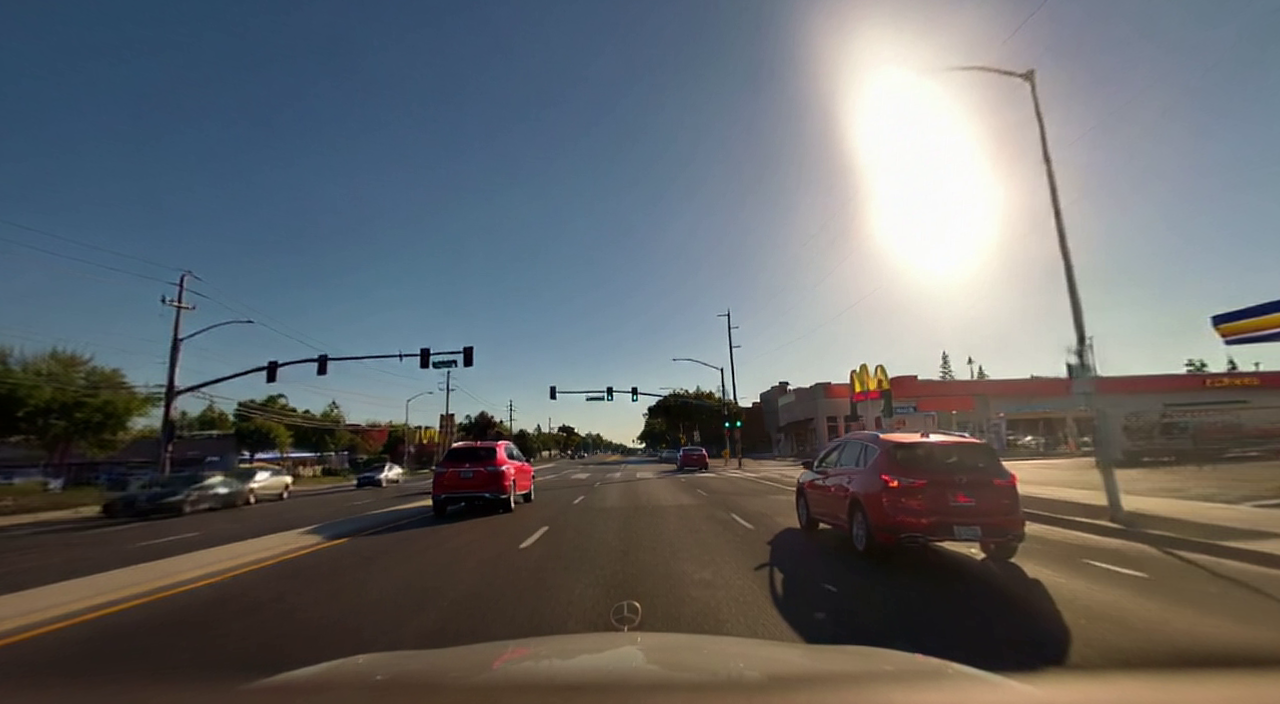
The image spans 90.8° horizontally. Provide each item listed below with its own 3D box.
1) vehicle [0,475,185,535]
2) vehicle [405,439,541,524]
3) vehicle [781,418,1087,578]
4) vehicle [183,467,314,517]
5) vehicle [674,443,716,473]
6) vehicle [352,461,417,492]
[{"bbox_3d":[-17.679,4.923,20.776,1.968,1.476,4.598,0,-8,0],"label":"vehicle"},{"bbox_3d":[-3.571,2.814,14.327,1.935,1.617,4.045,0,-8,1],"label":"vehicle"},{"bbox_3d":[3.600,1.868,8.940,2.085,1.655,4.459,0,-8,-1],"label":"vehicle"},{"bbox_3d":[-14.197,5.068,23.286,1.861,1.472,4.543,0,-8,1],"label":"vehicle"},{"bbox_3d":[3.320,6.494,38.978,2.066,1.699,4.419,0,-8,-1],"label":"vehicle"},{"bbox_3d":[-14.039,6.869,34.988,1.833,1.476,4.117,-1,-8,1],"label":"vehicle"}]
